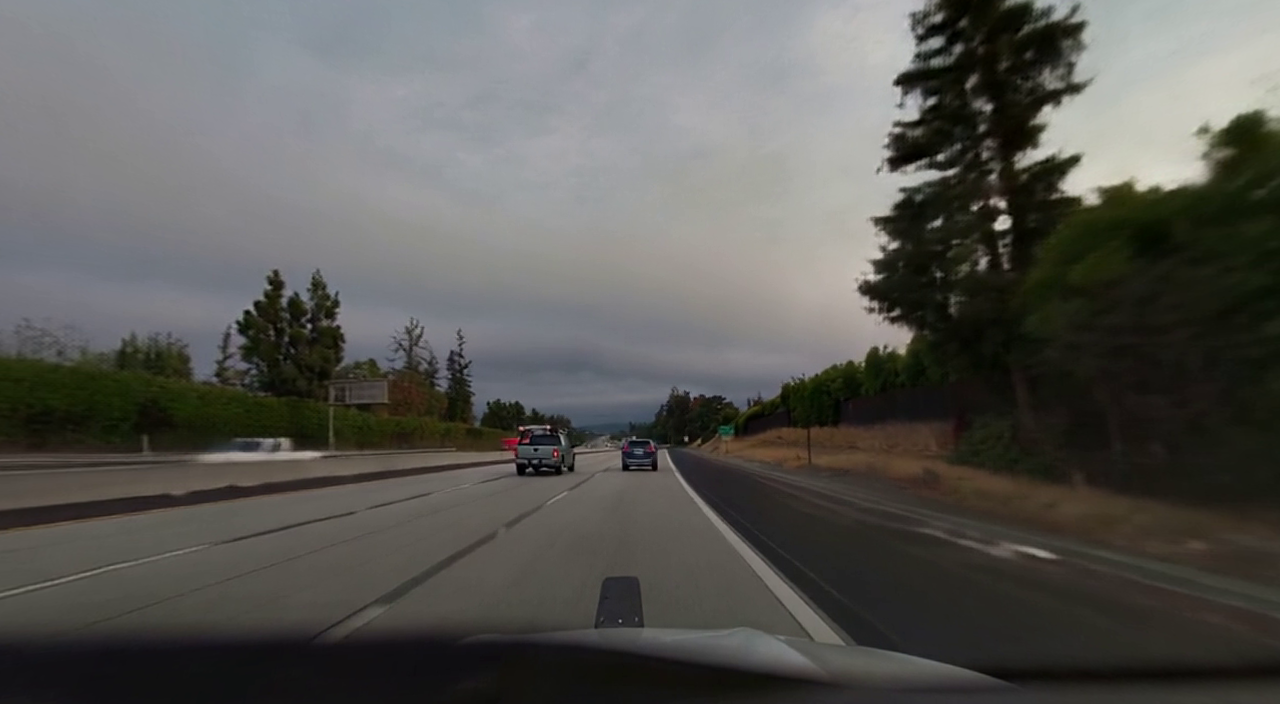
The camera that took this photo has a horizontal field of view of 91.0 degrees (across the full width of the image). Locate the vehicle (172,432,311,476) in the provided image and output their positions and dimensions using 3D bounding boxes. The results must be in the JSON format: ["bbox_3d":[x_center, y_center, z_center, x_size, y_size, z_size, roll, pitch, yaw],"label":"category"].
[{"bbox_3d":[-18.281,4.734,29.427,2.626,1.852,5.784,0,-9,1],"label":"vehicle"}]

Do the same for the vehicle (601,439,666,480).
[{"bbox_3d":[-0.185,4.874,28.821,2.715,1.669,5.163,0,-9,2],"label":"vehicle"}]

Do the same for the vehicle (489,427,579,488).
[{"bbox_3d":[-3.679,3.771,22.825,2.250,1.947,4.860,0,-9,2],"label":"vehicle"}]
